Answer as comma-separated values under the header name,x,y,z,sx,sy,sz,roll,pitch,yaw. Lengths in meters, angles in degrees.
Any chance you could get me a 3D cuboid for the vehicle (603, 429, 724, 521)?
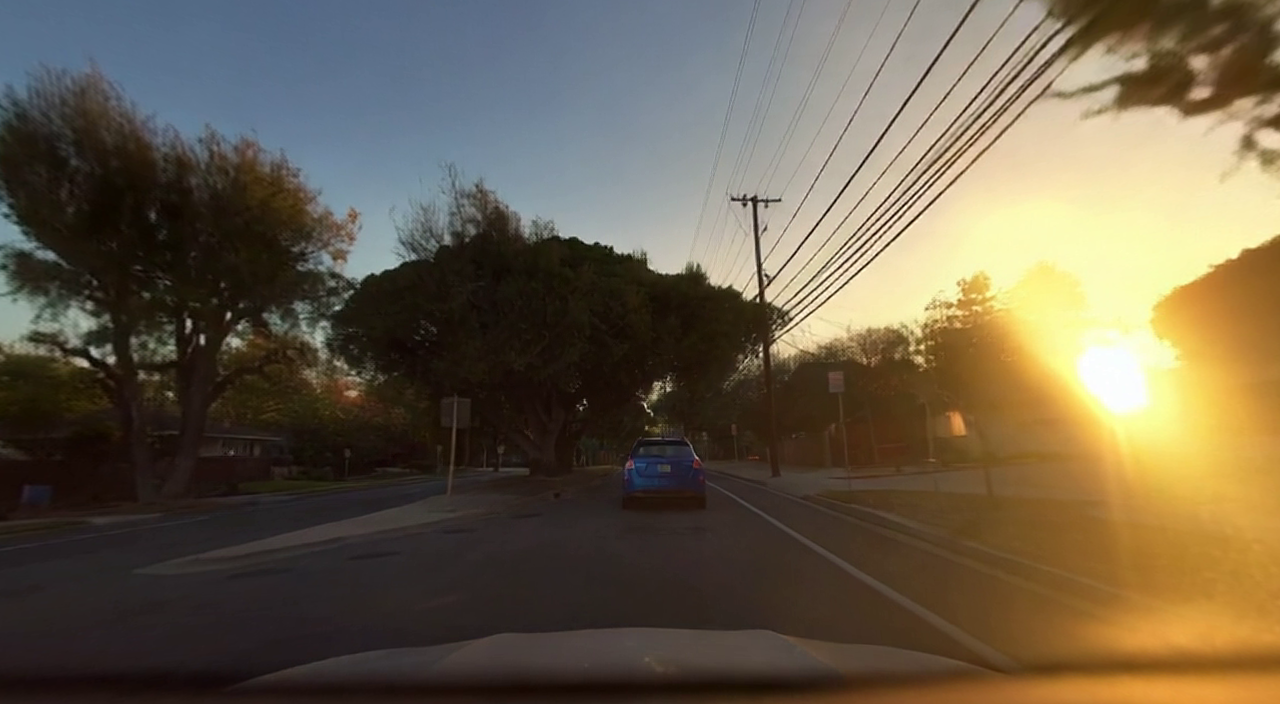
name,x,y,z,sx,sy,sz,roll,pitch,yaw
vehicle,0.415,2.552,13.612,2.200,1.653,4.127,0,-8,0
